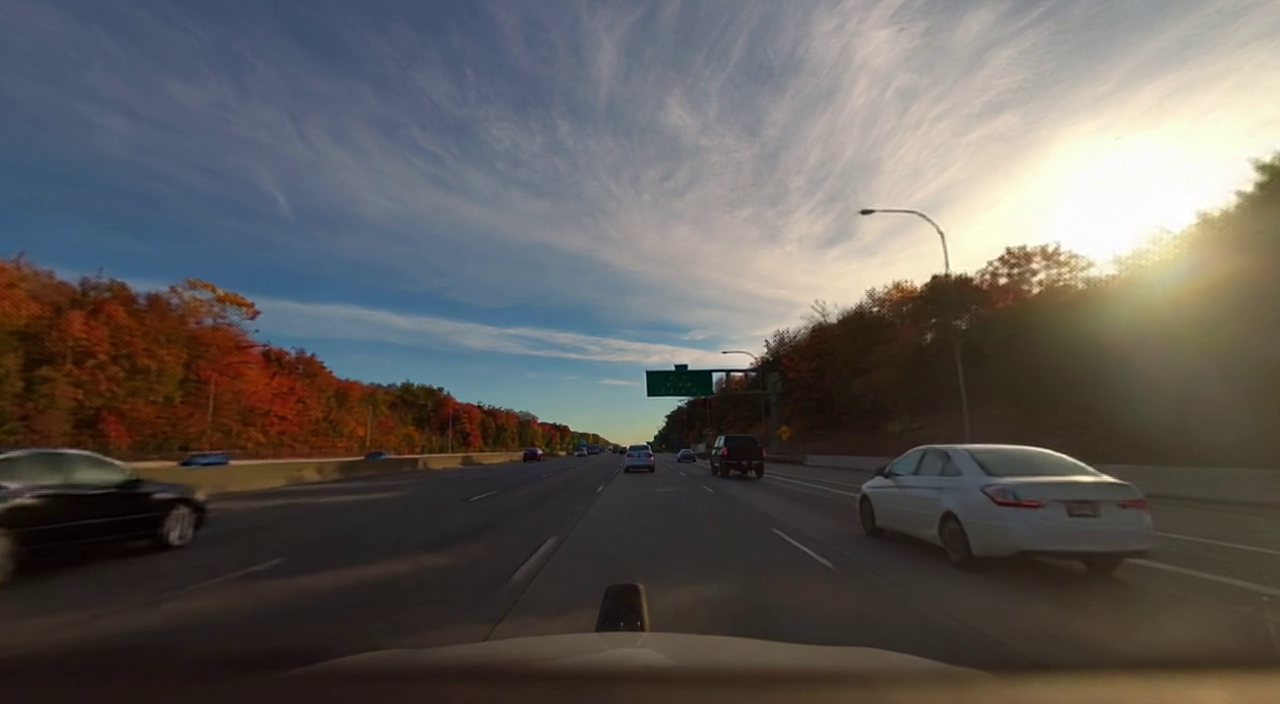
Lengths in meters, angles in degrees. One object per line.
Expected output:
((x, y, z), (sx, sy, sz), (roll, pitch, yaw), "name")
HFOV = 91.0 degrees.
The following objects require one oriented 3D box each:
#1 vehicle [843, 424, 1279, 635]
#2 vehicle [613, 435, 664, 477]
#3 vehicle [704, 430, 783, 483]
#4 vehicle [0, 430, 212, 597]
((4.087, 1.660, 6.993), (2.057, 1.508, 4.767), (0, -9, 0), "vehicle")
((-0.060, 5.269, 32.064), (2.372, 1.957, 5.121), (0, -9, 1), "vehicle")
((4.280, 4.483, 27.182), (2.388, 1.998, 5.749), (0, -9, 0), "vehicle")
((-6.946, 1.573, 6.320), (2.014, 1.526, 4.577), (0, -9, 1), "vehicle")
